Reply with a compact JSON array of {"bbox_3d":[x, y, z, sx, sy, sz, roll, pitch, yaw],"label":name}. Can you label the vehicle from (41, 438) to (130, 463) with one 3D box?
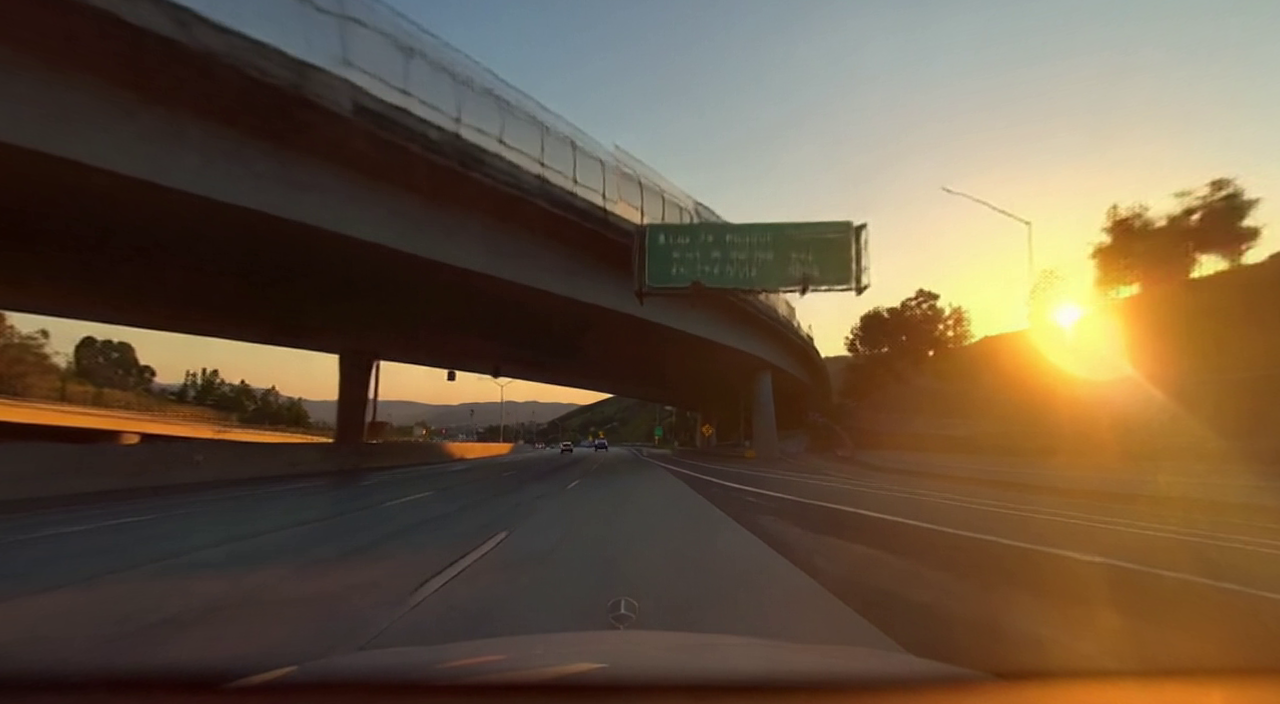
[{"bbox_3d":[-33.688,5.992,38.544,1.826,1.434,4.032,0,-8,-2],"label":"vehicle"}]
